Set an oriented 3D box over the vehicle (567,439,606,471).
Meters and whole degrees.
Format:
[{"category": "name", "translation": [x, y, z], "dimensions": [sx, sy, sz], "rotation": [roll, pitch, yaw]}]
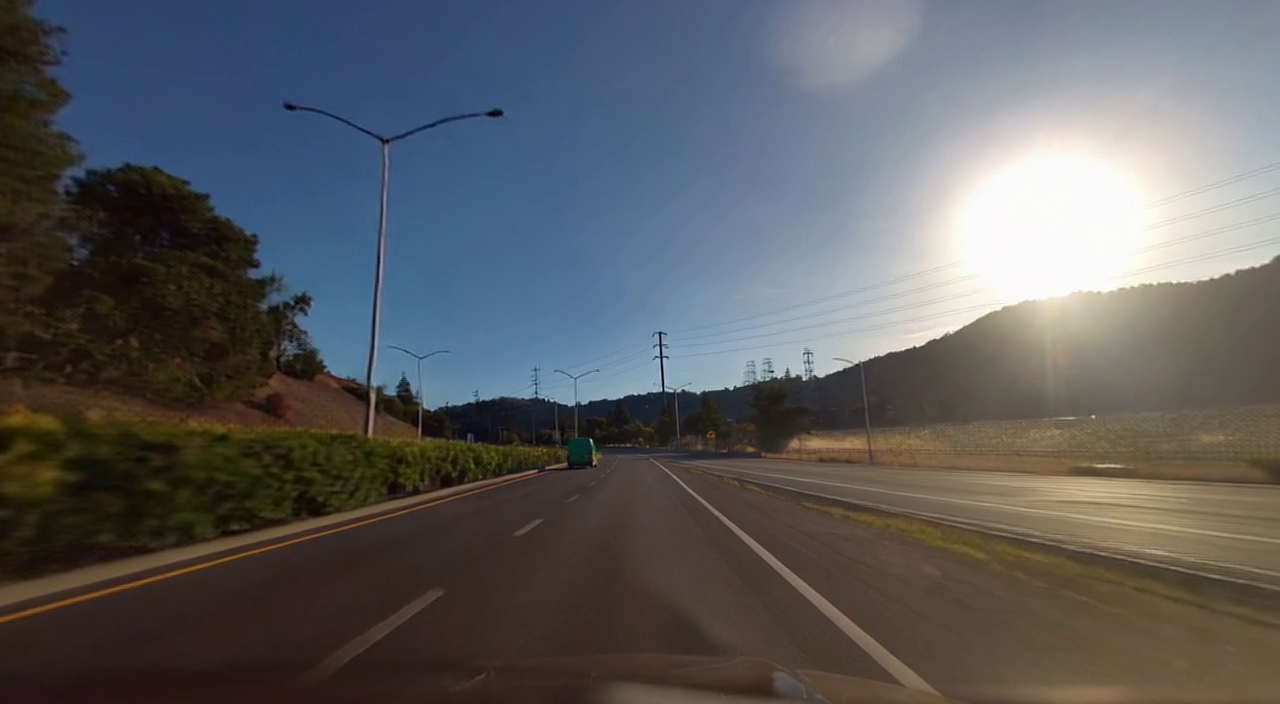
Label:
[{"category": "vehicle", "translation": [-3.574, 6.946, 42.692], "dimensions": [2.270, 2.023, 4.632], "rotation": [0, -9, -1]}]
